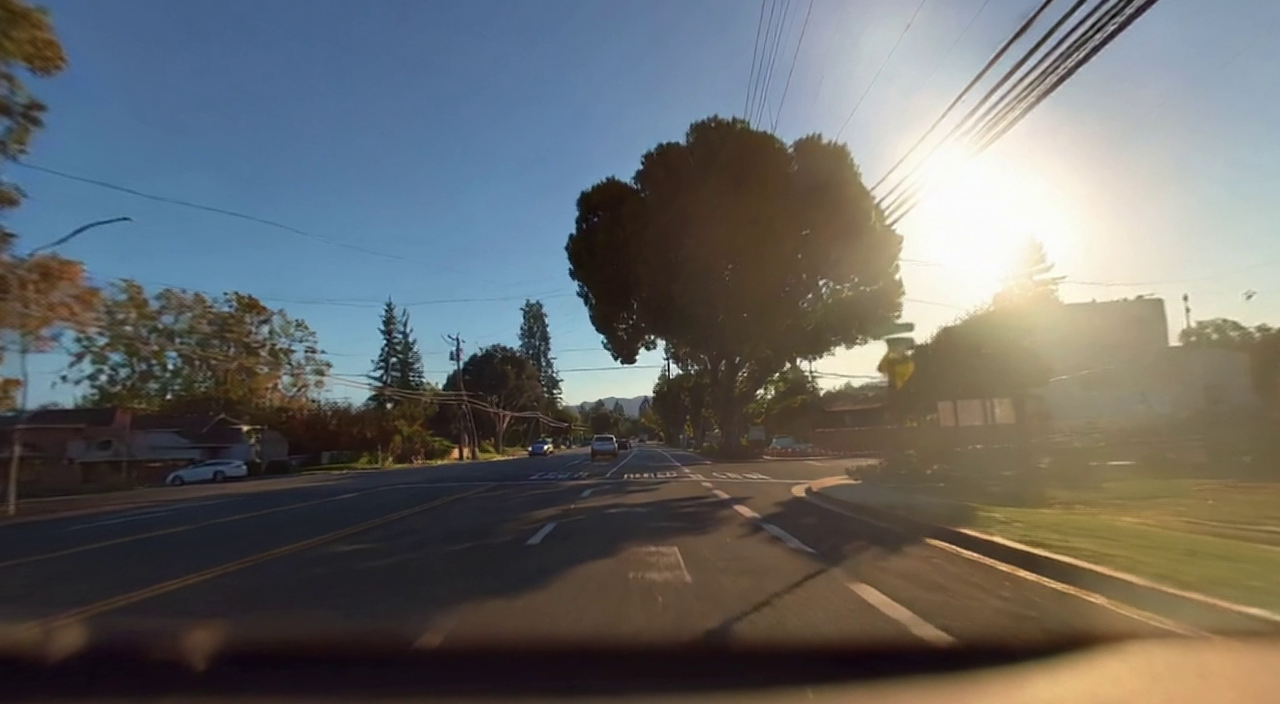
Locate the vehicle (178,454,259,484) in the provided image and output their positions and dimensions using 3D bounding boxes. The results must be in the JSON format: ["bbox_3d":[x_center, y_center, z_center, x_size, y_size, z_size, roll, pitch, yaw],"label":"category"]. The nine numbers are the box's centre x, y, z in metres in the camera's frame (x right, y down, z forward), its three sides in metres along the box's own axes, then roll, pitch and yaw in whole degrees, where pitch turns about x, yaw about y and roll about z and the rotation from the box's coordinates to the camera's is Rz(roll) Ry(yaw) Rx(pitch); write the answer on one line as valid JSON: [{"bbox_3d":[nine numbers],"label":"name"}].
[{"bbox_3d":[-27.244,7.554,40.969,1.938,1.725,4.846,0,-8,0],"label":"vehicle"}]

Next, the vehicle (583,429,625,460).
[{"bbox_3d":[-2.232,6.005,40.832,2.327,1.861,4.941,0,-8,1],"label":"vehicle"}]

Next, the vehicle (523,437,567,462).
[{"bbox_3d":[-6.188,6.425,41.759,2.155,1.533,4.530,-1,-8,1],"label":"vehicle"}]
